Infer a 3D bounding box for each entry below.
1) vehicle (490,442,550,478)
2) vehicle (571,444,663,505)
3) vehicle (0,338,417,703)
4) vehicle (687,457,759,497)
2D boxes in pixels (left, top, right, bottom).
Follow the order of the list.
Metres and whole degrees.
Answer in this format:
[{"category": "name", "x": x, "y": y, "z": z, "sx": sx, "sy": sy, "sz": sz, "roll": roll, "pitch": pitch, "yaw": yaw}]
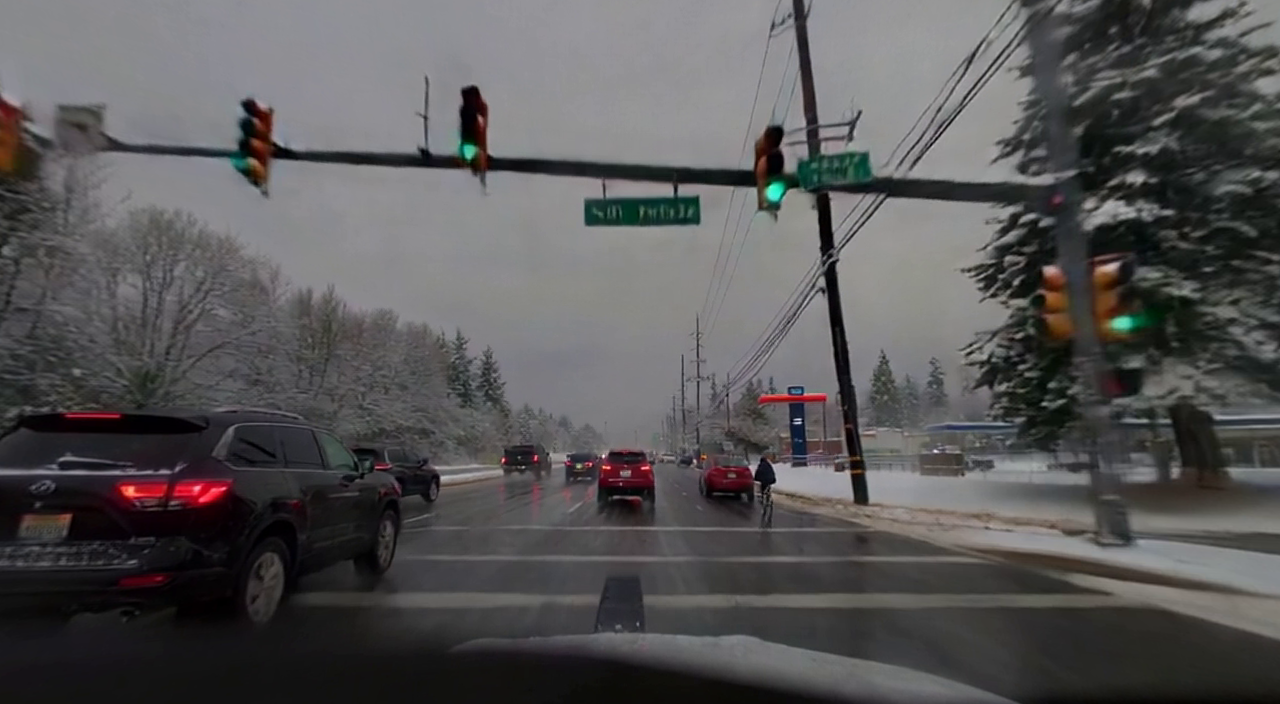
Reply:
[{"category": "vehicle", "x": -6.762, "y": 6.153, "z": 36.277, "sx": 2.385, "sy": 1.918, "sz": 5.056, "roll": 0, "pitch": -9, "yaw": 1}, {"category": "vehicle", "x": -0.538, "y": 3.274, "z": 17.322, "sx": 2.189, "sy": 1.437, "sz": 4.135, "roll": 0, "pitch": -9, "yaw": 0}, {"category": "vehicle", "x": -3.449, "y": 1.100, "z": 4.668, "sx": 1.922, "sy": 1.642, "sz": 4.547, "roll": 0, "pitch": -9, "yaw": 0}, {"category": "vehicle", "x": 3.030, "y": 4.700, "z": 24.078, "sx": 2.065, "sy": 1.302, "sz": 4.416, "roll": 0, "pitch": -9, "yaw": -1}]
